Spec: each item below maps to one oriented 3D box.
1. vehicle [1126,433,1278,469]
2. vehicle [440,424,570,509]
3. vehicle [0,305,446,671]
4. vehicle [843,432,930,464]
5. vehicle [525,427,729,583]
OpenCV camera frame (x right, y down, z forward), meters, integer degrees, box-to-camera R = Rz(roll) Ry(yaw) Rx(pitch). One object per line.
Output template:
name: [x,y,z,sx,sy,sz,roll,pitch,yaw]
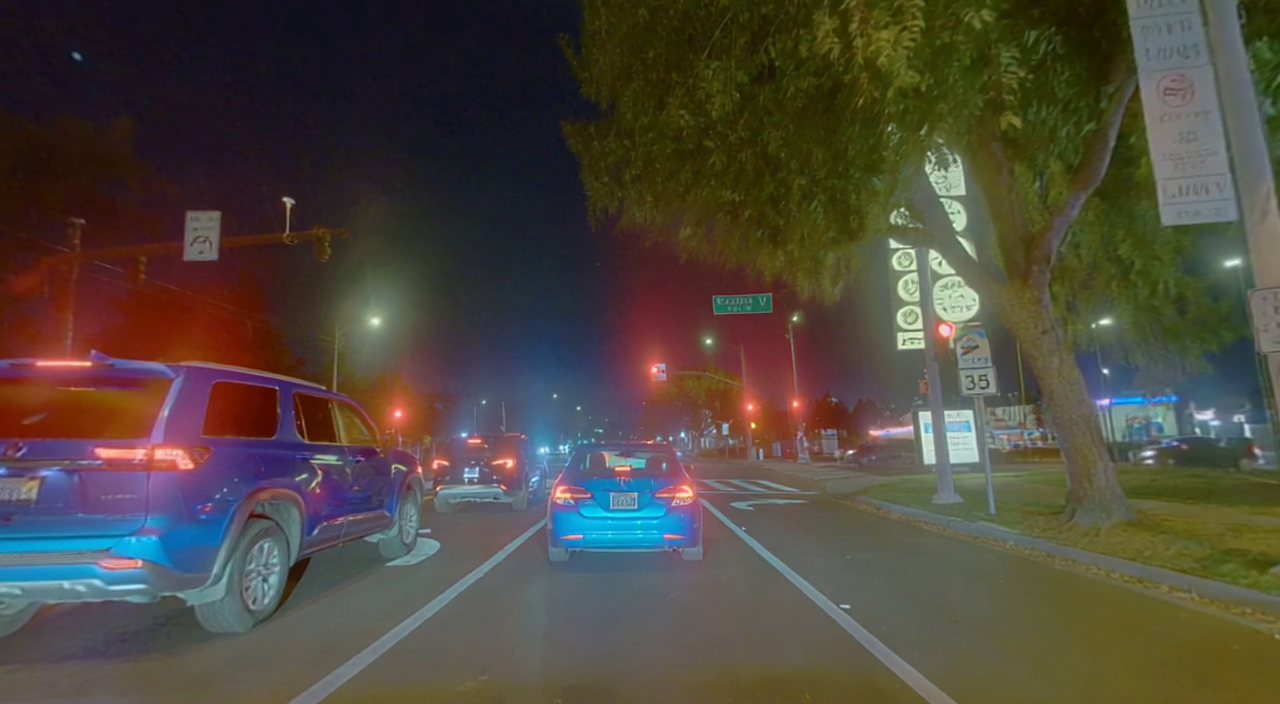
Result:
vehicle: [25.358,4.486,28.495,1.845,1.476,4.809,6,-11,-40]
vehicle: [-2.923,2.594,14.604,2.047,1.664,4.148,0,-8,1]
vehicle: [-3.815,1.133,6.219,2.152,2.118,5.066,0,-8,0]
vehicle: [13.866,5.445,35.562,4.116,1.719,2.069,-1,-9,6]
vehicle: [-0.161,1.787,8.192,1.966,1.481,4.146,0,-8,-1]
